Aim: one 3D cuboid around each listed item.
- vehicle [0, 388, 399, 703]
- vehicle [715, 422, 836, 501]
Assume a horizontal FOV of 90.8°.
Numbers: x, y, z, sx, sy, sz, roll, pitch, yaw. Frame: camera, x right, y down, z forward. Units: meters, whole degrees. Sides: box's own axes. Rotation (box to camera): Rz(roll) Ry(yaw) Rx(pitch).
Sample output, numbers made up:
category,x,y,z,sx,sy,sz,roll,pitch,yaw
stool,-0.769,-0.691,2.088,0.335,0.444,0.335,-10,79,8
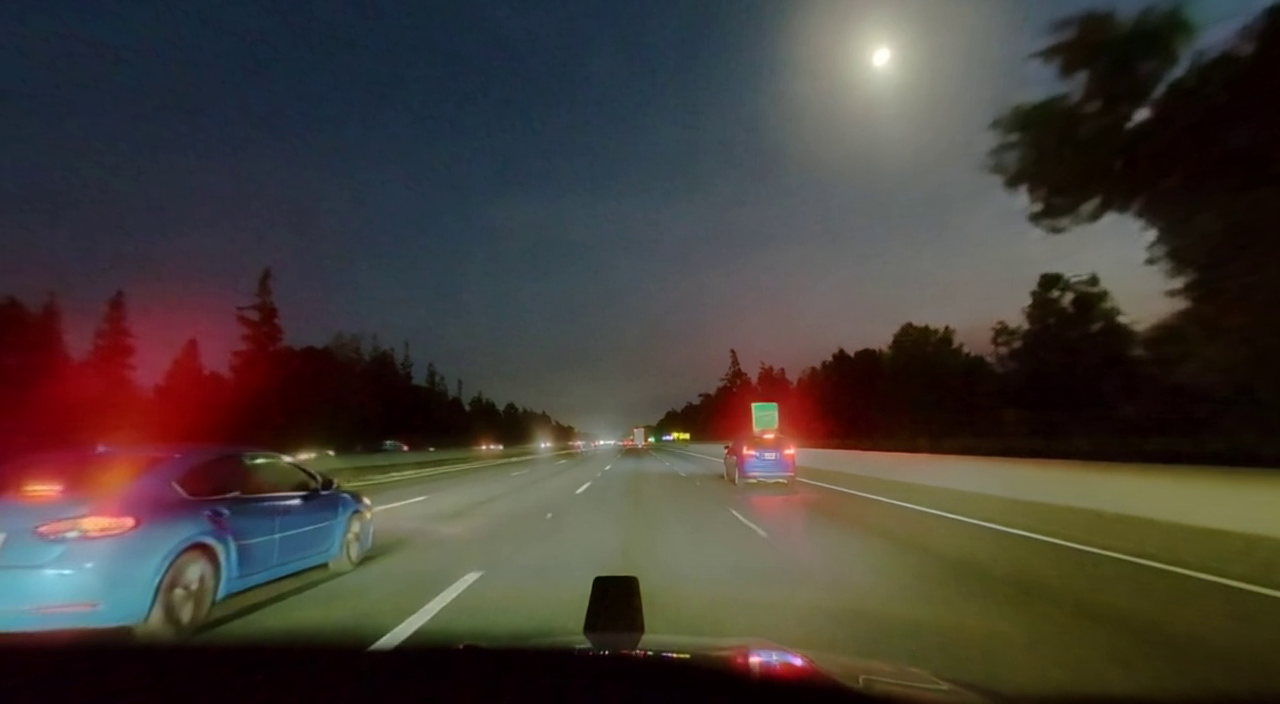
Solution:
category,x,y,z,sx,sy,sz,roll,pitch,yaw
vehicle,-3.934,1.280,4.931,2.118,1.573,4.940,0,-9,0
vehicle,3.216,2.722,15.962,2.053,1.714,4.097,0,-9,-1
